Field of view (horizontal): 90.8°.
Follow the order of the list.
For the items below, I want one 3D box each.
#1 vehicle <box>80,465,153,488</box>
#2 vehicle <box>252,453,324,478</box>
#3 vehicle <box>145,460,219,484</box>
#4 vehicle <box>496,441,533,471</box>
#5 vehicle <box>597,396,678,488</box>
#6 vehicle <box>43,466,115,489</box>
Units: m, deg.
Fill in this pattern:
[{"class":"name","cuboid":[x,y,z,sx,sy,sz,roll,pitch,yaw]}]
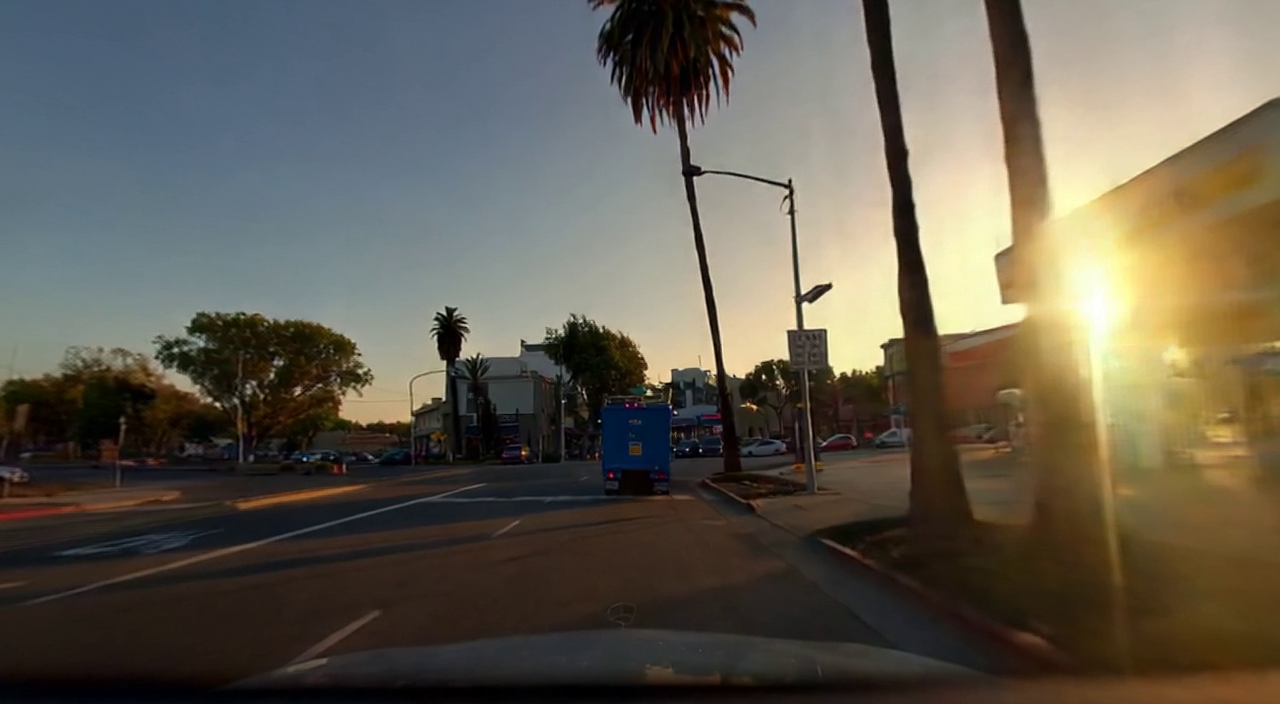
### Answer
[{"class":"vehicle","cuboid":[-35.903,8.507,43.421,1.834,1.383,3.707,0,-8,-1]},{"class":"vehicle","cuboid":[-27.645,8.923,49.698,4.583,1.556,1.893,-4,-8,-1]},{"class":"vehicle","cuboid":[-31.164,8.164,43.164,1.766,1.428,4.337,0,-8,1]},{"class":"vehicle","cuboid":[-7.592,6.321,38.584,1.997,1.679,4.263,1,-8,-9]},{"class":"vehicle","cuboid":[0.094,3.355,23.506,2.463,2.954,5.938,-1,-8,5]},{"class":"vehicle","cuboid":[-38.183,8.557,43.098,1.713,1.362,3.605,0,-8,-2]}]
